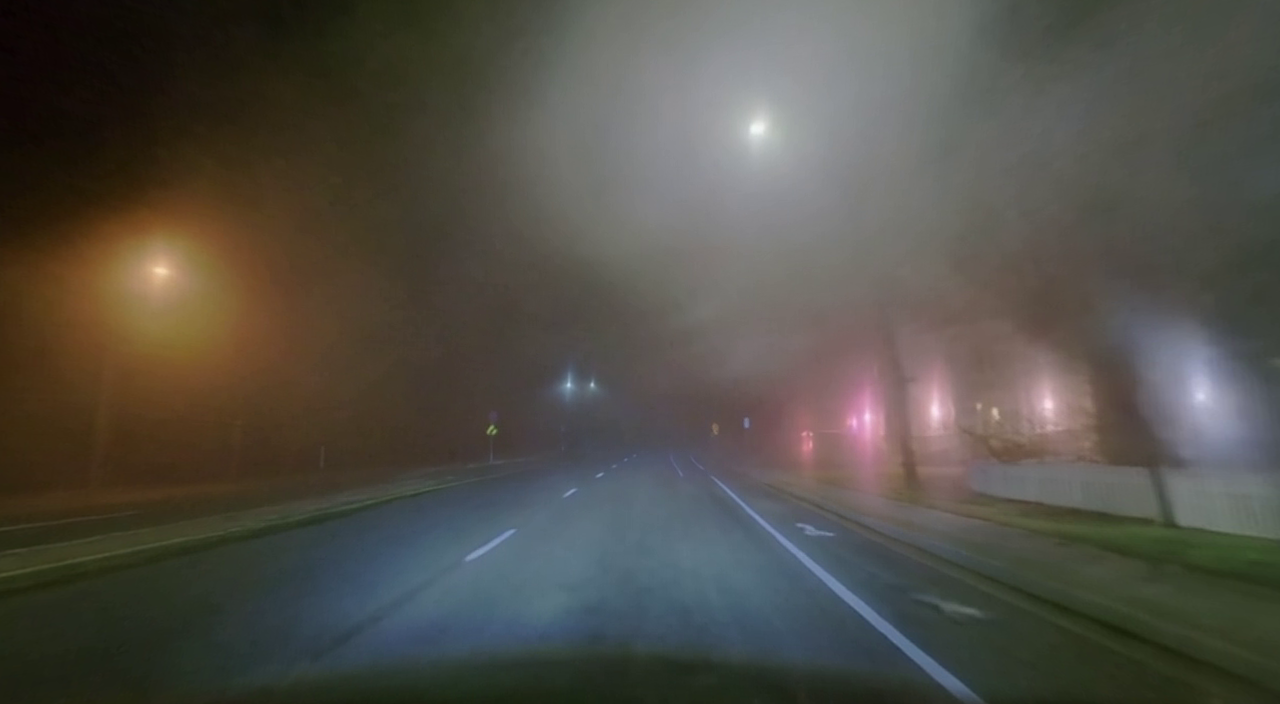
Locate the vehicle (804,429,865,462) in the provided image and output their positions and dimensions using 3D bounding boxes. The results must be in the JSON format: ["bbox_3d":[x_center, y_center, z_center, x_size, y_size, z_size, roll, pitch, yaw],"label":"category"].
[{"bbox_3d":[10.842,5.254,35.556,1.938,1.695,4.296,0,-8,-1],"label":"vehicle"}]
